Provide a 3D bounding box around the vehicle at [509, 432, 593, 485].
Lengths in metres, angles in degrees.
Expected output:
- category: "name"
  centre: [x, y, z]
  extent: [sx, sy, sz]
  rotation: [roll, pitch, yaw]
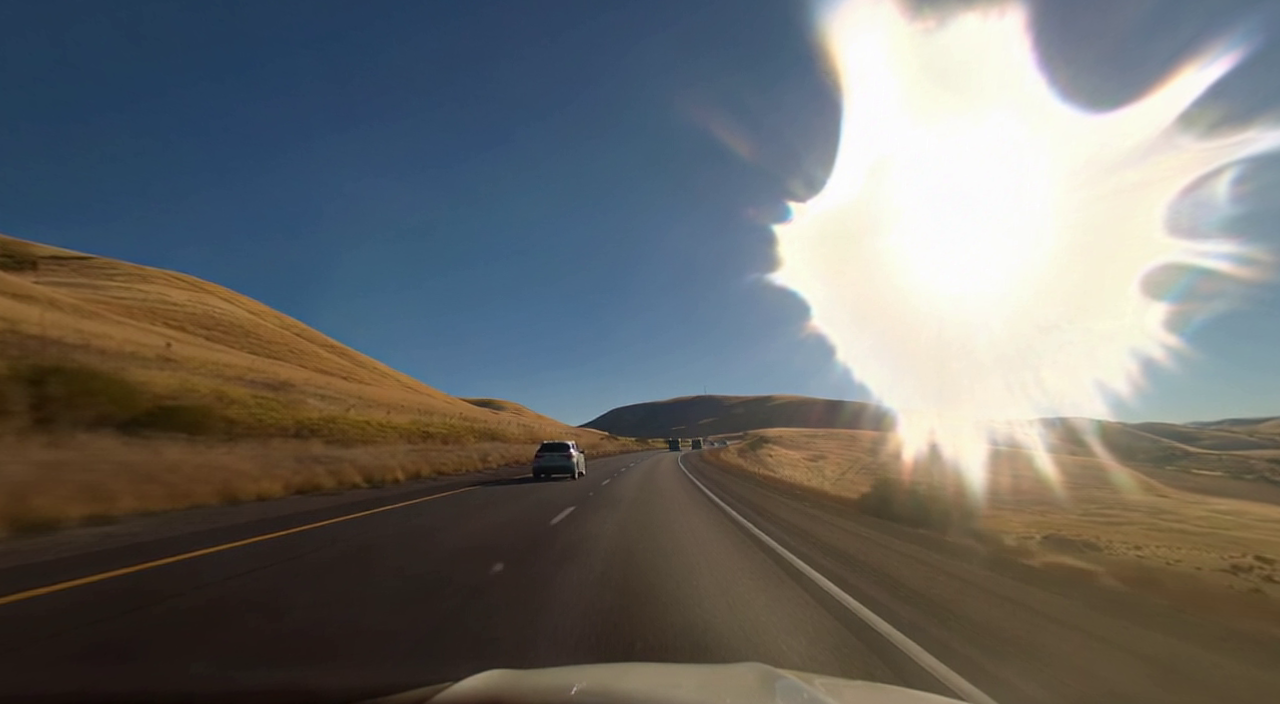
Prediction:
- category: "vehicle"
  centre: [-3.158, 3.910, 23.487]
  extent: [2.252, 1.743, 4.560]
  rotation: [0, -8, 3]
